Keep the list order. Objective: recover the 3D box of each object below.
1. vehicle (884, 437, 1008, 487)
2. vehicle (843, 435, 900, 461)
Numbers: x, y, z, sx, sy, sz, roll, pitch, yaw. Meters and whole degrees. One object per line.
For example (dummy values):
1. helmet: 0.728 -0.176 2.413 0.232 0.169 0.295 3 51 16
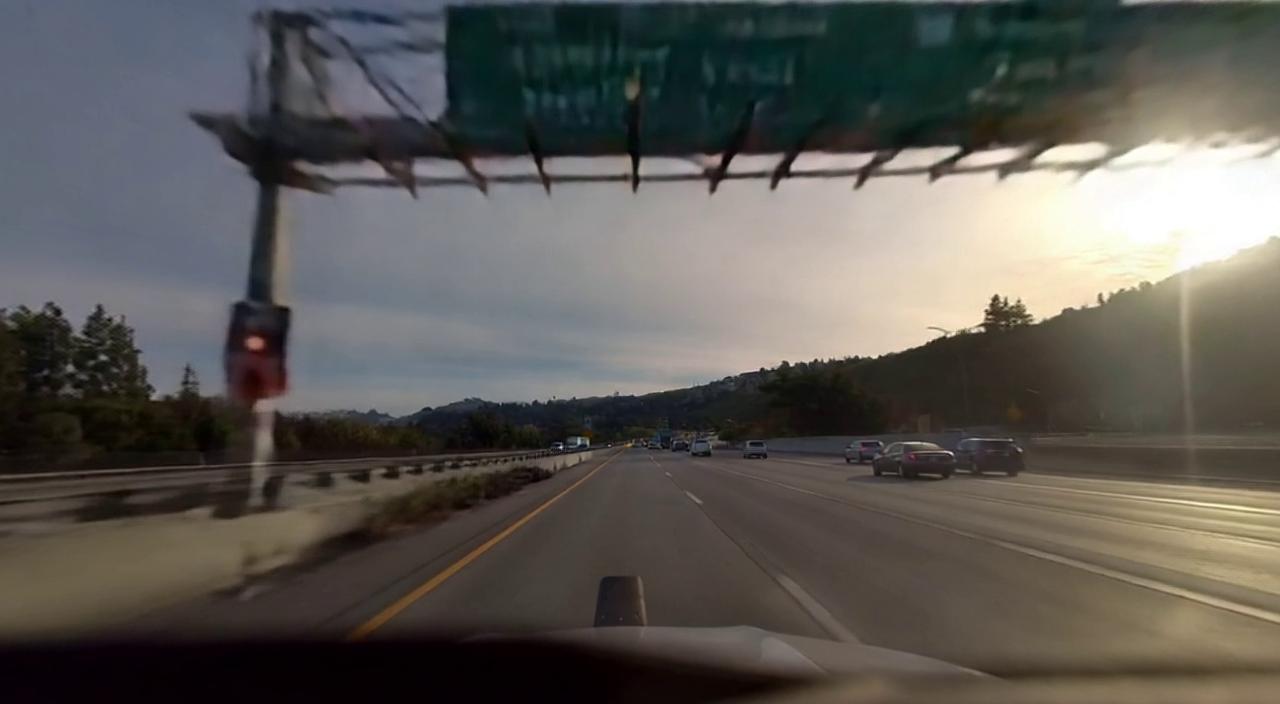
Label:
1. vehicle: 9.527 3.451 20.089 1.836 1.418 4.132 0 -9 -1
2. vehicle: 16.441 6.880 45.218 2.034 1.698 5.065 0 -9 -2
